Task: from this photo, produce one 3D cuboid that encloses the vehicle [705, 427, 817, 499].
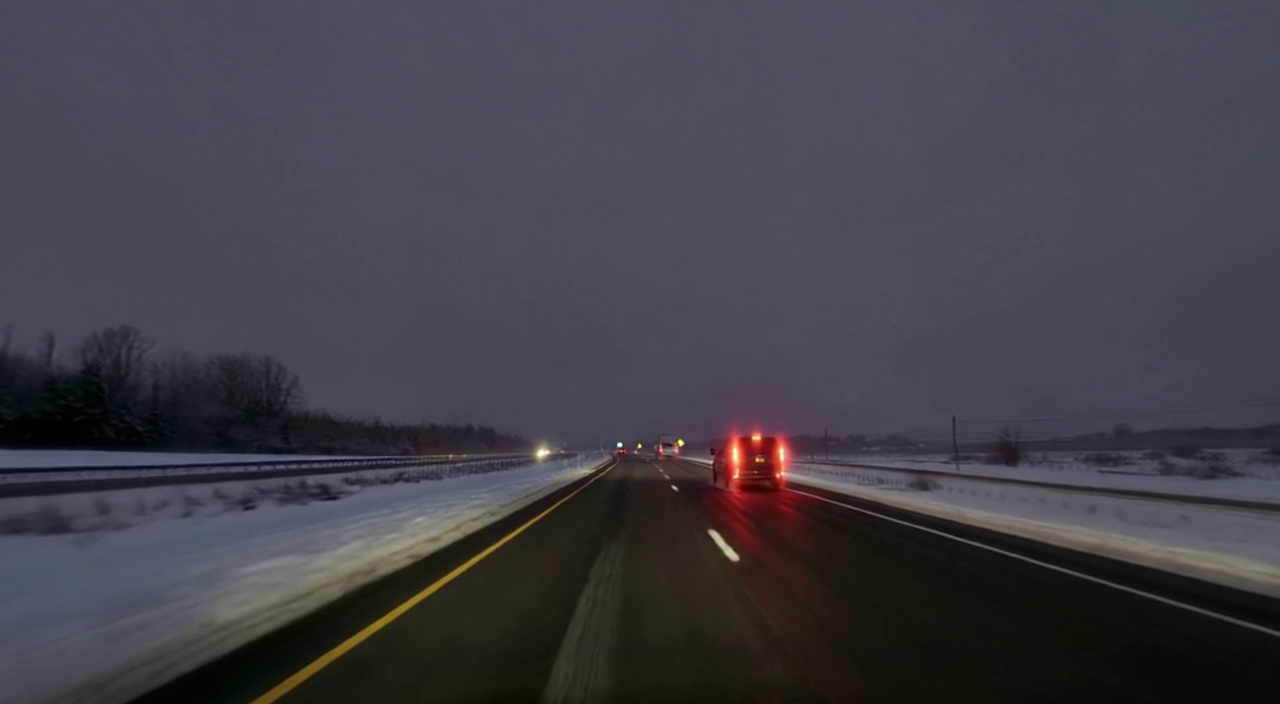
[{"bbox_3d":[3.298,3.145,18.343,2.141,1.785,4.778,0,-8,-2],"label":"vehicle"}]
